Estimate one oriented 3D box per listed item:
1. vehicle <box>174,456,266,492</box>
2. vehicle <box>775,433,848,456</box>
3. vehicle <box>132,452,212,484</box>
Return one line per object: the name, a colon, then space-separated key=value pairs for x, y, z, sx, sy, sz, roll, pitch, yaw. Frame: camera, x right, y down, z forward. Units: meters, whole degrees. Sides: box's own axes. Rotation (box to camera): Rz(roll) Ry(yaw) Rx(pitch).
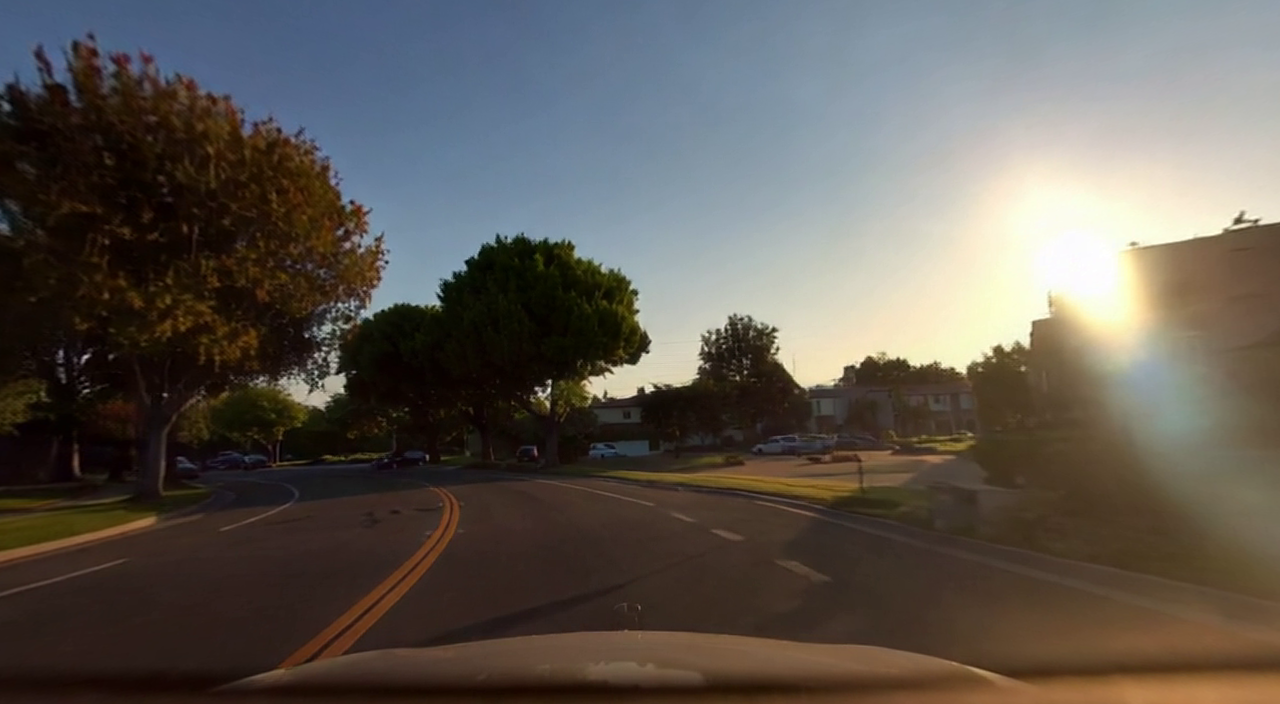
vehicle: x=-20.766 y=5.884 z=31.031 sx=2.772 sy=1.161 sz=7.241 roll=3 pitch=-8 yaw=-41
vehicle: x=11.233 y=6.117 z=41.603 sx=4.462 sy=1.474 sz=1.765 roll=-2 pitch=-9 yaw=9
vehicle: x=-28.098 y=6.891 z=37.884 sx=4.946 sy=1.537 sz=2.206 roll=-4 pitch=-7 yaw=34
